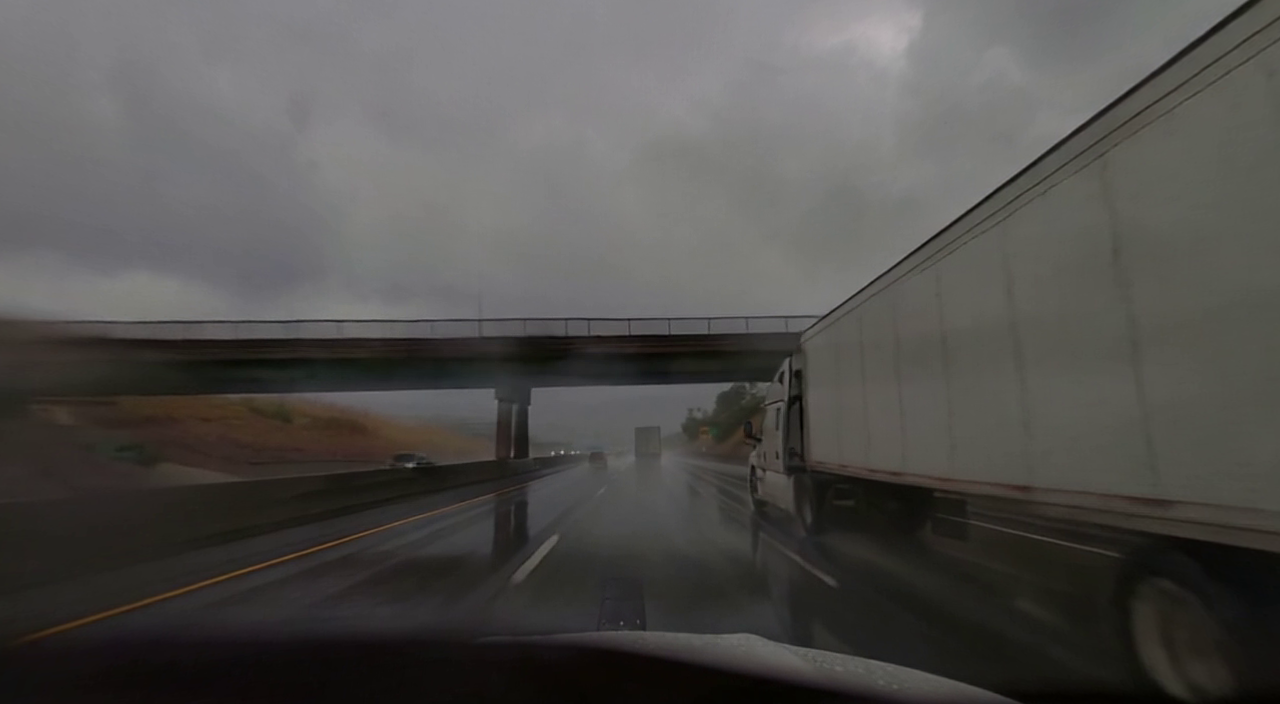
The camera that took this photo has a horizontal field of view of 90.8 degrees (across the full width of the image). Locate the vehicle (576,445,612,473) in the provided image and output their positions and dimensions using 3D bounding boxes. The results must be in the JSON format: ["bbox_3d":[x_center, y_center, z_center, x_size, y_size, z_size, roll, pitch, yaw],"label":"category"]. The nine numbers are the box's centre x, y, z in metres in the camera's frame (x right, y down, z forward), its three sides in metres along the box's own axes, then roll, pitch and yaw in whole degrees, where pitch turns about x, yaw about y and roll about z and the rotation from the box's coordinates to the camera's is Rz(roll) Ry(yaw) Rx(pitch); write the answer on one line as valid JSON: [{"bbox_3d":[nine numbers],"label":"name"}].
[{"bbox_3d":[-2.933,6.894,40.808,2.007,1.647,3.854,0,-9,0],"label":"vehicle"}]

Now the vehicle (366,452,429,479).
[{"bbox_3d":[-15.573,7.273,40.825,2.234,1.590,4.641,0,-9,0],"label":"vehicle"}]

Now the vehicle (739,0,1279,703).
[{"bbox_3d":[4.061,0.436,7.453,3.131,4.037,16.729,0,-9,0],"label":"vehicle"}]
